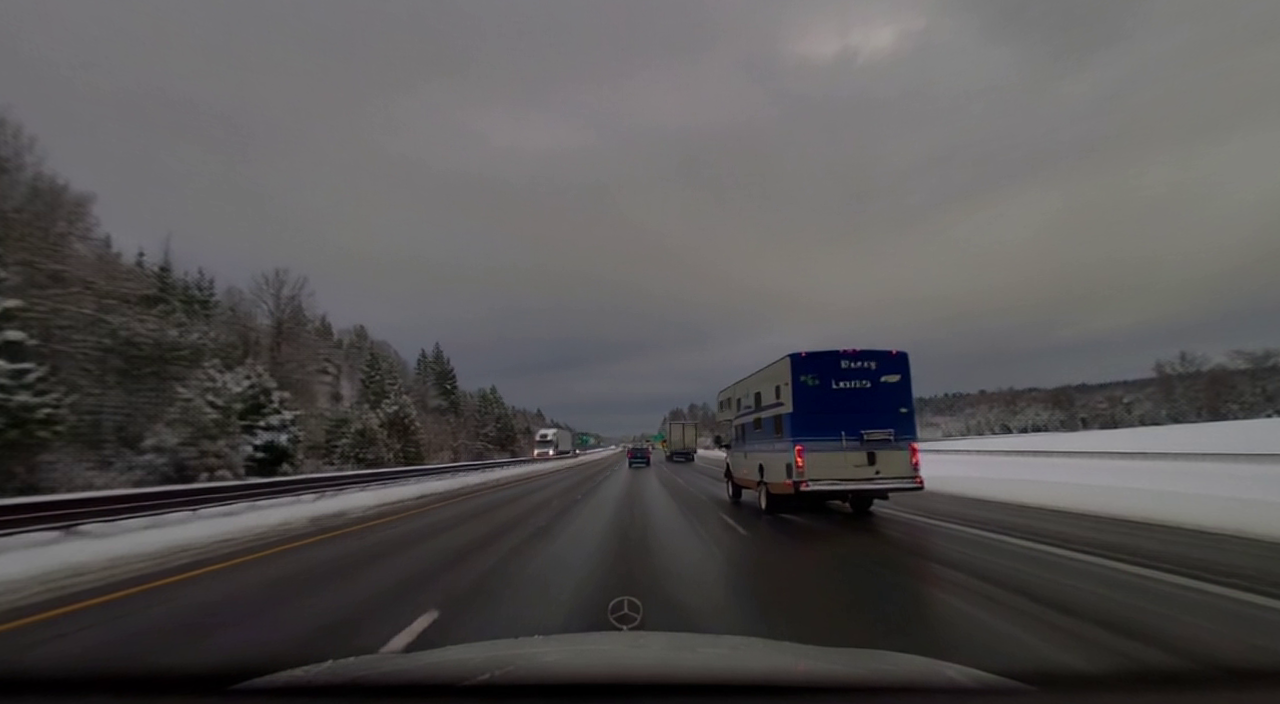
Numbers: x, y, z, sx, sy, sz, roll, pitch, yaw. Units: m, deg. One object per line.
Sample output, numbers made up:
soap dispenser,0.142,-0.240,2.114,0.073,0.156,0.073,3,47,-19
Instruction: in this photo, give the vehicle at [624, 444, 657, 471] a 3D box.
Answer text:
vehicle,0.032,7.077,42.437,2.151,1.678,3.923,0,-9,0

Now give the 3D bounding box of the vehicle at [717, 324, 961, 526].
vehicle,3.980,1.920,15.399,2.931,3.530,8.760,0,-9,-1
